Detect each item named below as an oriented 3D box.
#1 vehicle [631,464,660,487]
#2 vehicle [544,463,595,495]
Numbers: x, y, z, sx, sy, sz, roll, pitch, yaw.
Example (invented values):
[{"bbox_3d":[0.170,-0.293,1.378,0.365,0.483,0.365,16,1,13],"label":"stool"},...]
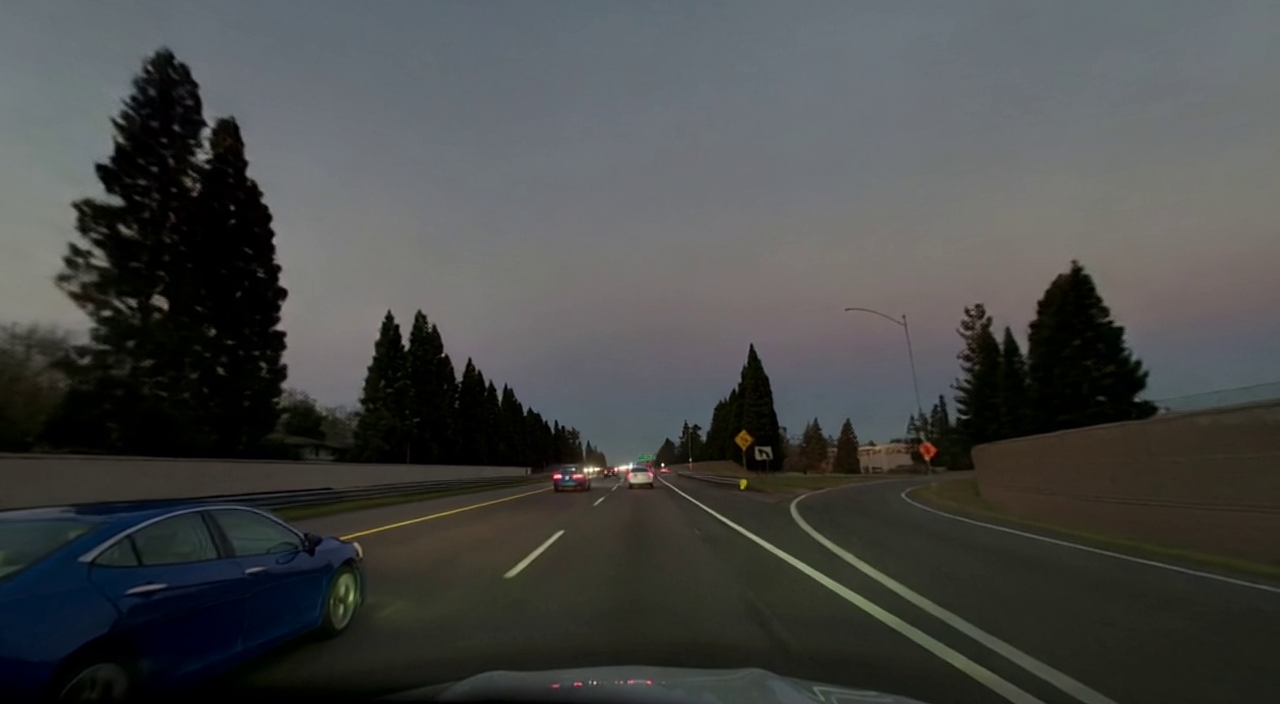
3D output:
[{"bbox_3d":[0.373,9.285,47.334,2.065,1.596,3.869,1,-11,0],"label":"vehicle"},{"bbox_3d":[-3.535,6.530,32.548,2.047,1.523,4.279,1,-11,1],"label":"vehicle"}]
